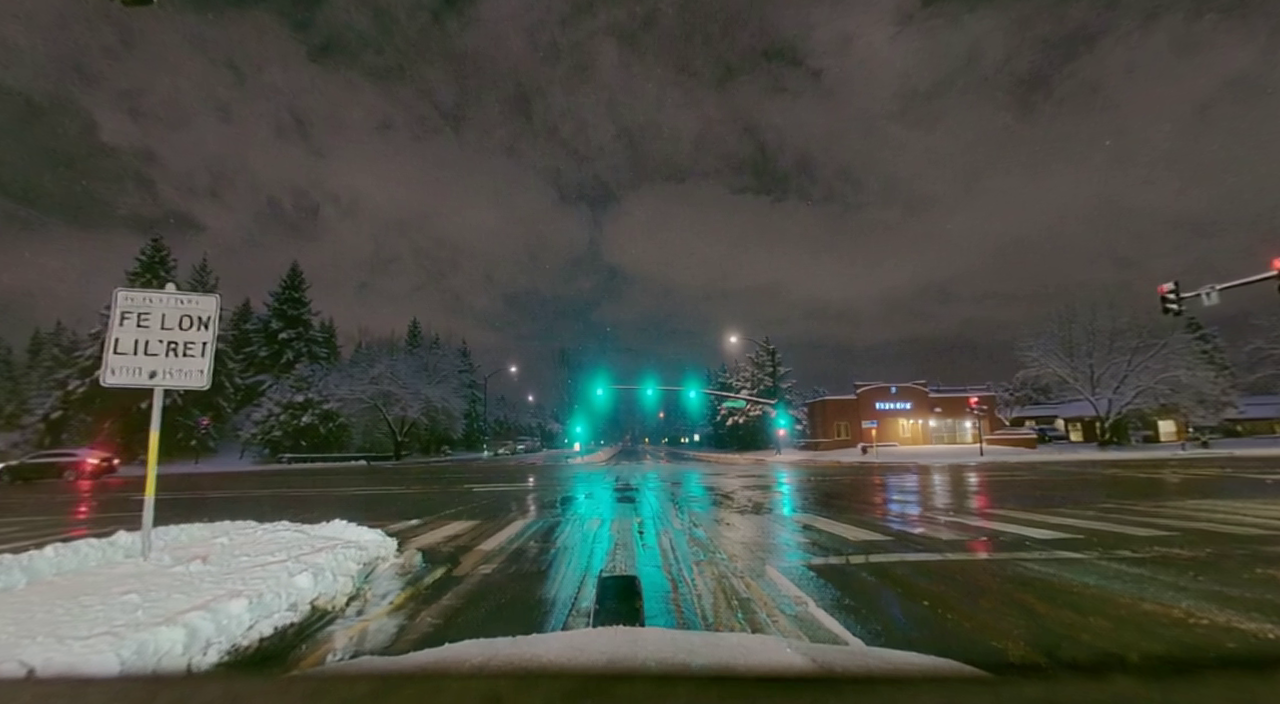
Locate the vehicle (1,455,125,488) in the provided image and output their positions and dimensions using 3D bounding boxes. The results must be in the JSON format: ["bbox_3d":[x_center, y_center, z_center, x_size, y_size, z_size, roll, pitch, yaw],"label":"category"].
[{"bbox_3d":[-27.007,5.549,29.627,4.325,1.425,2.045,-2,-9,12],"label":"vehicle"}]
